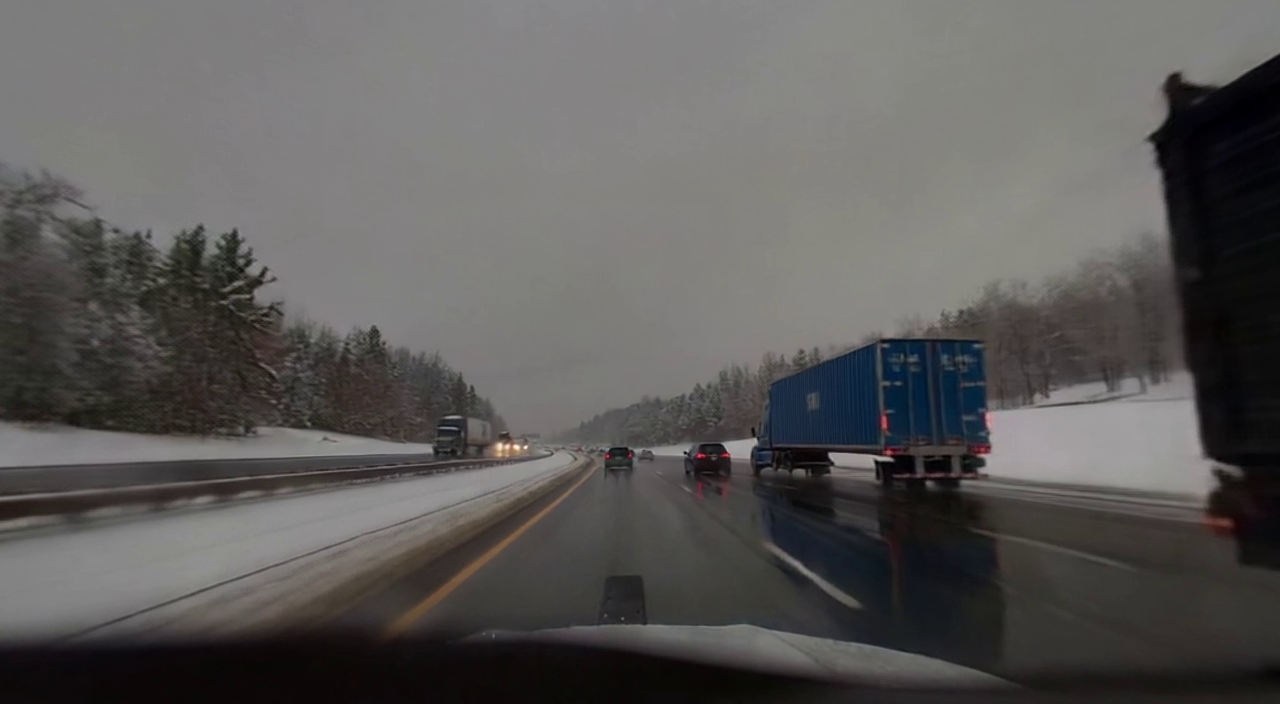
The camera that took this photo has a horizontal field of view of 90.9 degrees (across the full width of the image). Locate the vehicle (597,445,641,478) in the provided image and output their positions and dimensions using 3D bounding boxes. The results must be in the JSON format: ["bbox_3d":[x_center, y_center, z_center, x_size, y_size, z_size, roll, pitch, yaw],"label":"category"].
[{"bbox_3d":[-1.049,5.434,31.546,2.050,1.534,3.771,0,-9,-2],"label":"vehicle"}]

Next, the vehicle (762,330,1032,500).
[{"bbox_3d":[7.414,2.548,21.966,2.965,3.990,14.227,0,-9,-2],"label":"vehicle"}]

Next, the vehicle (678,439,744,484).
[{"bbox_3d":[2.717,4.327,25.138,2.013,1.623,3.916,0,-9,-2],"label":"vehicle"}]
